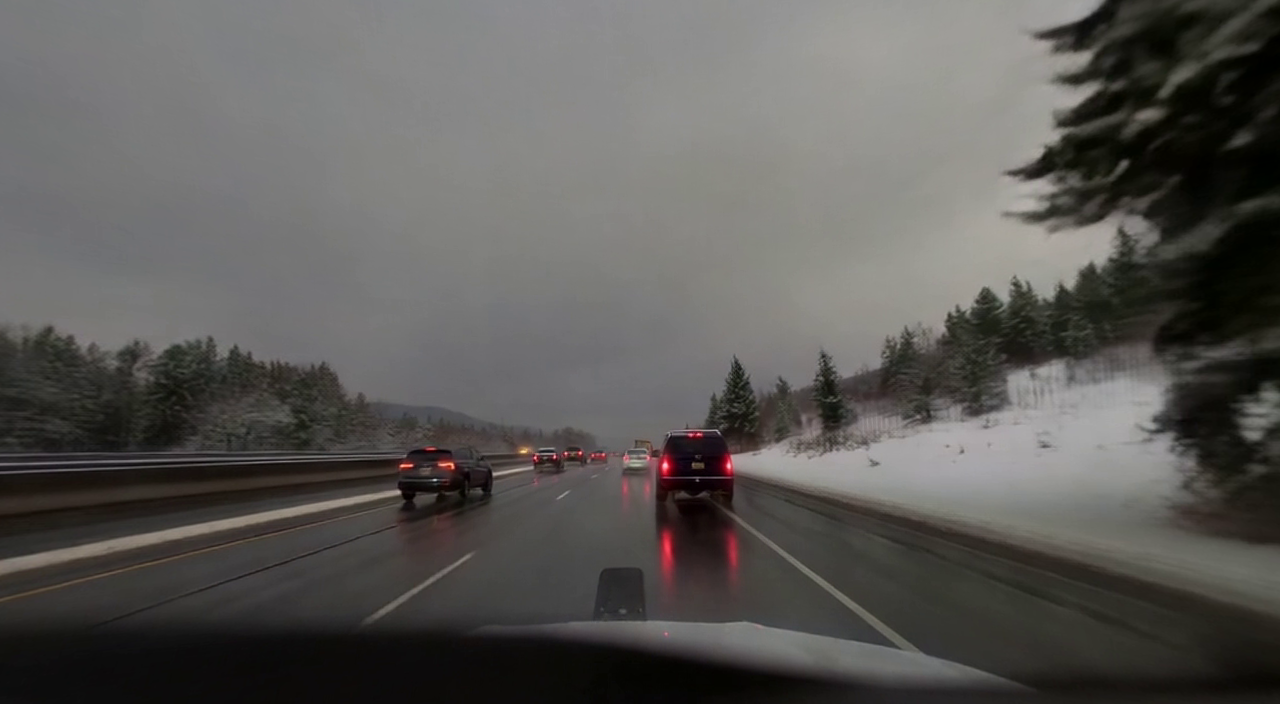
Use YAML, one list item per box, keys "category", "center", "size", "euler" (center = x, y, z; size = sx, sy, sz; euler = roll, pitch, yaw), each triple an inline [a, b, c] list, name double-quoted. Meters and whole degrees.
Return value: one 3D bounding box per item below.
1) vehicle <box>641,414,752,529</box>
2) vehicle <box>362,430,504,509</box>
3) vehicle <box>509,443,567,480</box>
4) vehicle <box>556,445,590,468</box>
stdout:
- category: "vehicle"
  center: [0.958, 2.328, 12.699]
  size: [1.825, 1.920, 3.960]
  euler: [0, -9, 0]
- category: "vehicle"
  center: [-4.786, 2.780, 15.317]
  size: [1.934, 1.642, 4.201]
  euler: [0, -9, 2]
- category: "vehicle"
  center: [-4.493, 4.850, 28.189]
  size: [1.867, 1.489, 3.829]
  euler: [0, -9, 1]
- category: "vehicle"
  center: [-4.536, 7.180, 43.420]
  size: [1.855, 1.527, 4.209]
  euler: [0, -9, 0]
